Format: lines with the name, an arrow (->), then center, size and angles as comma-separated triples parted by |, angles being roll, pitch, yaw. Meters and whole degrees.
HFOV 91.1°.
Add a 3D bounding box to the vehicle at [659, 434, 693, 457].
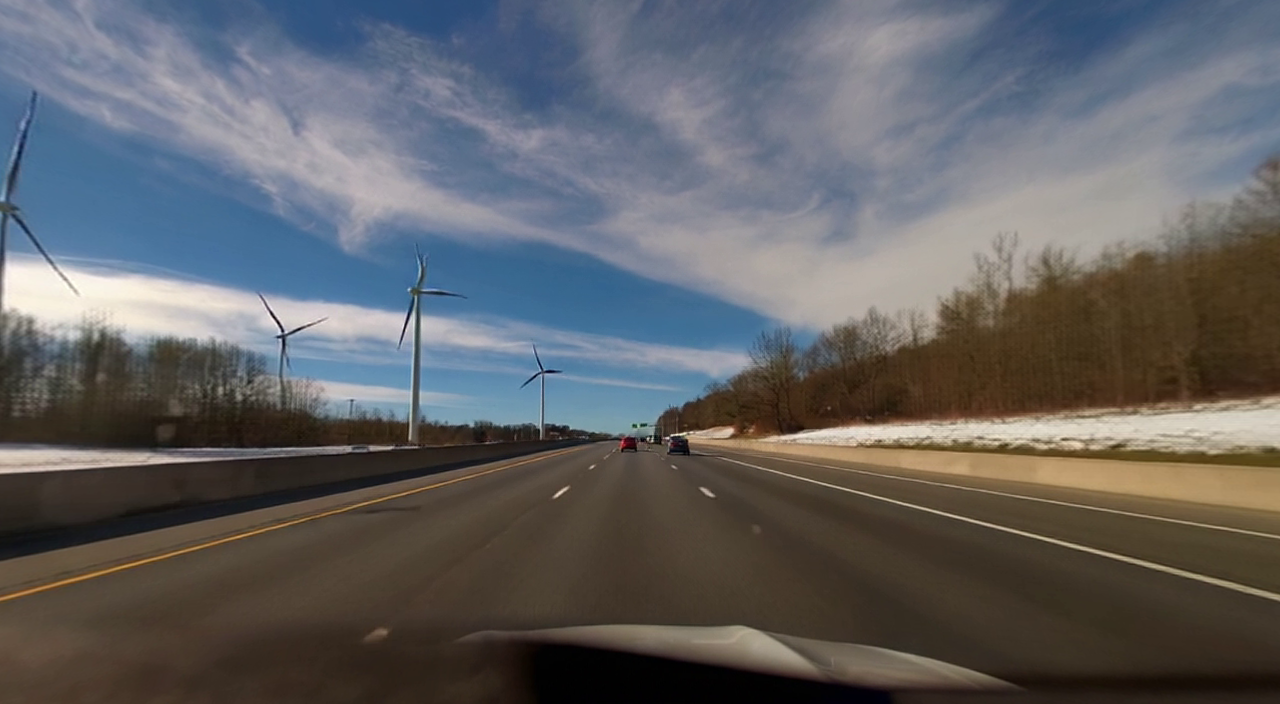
vehicle -> 2.560, 6.752, 45.614 | 2.041, 1.551, 3.974 | 0, -8, -3
